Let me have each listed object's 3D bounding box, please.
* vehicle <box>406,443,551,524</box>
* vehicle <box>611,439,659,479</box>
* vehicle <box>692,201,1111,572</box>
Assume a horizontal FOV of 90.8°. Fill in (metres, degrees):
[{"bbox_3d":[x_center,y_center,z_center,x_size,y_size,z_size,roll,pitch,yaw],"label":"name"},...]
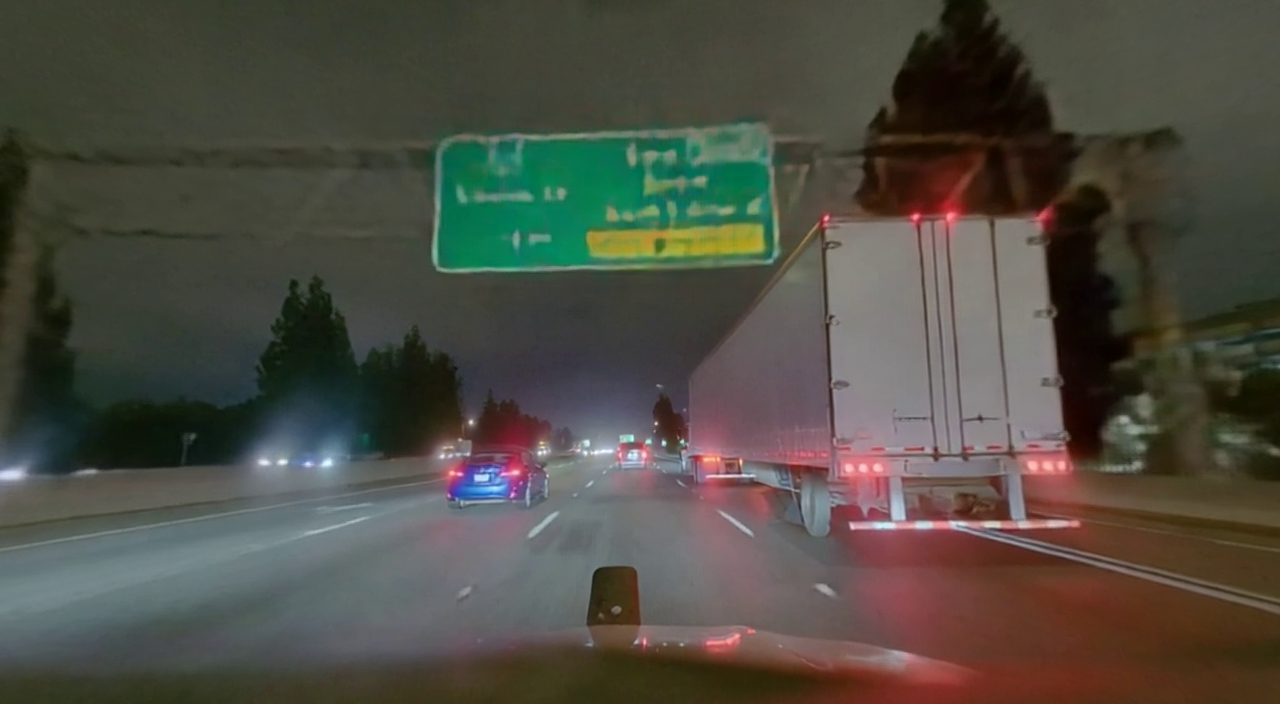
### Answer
[{"bbox_3d":[-3.167,2.686,13.458,1.864,1.406,4.544,0,-9,0],"label":"vehicle"},{"bbox_3d":[-0.249,5.232,31.202,2.203,1.805,4.358,0,-9,0],"label":"vehicle"},{"bbox_3d":[3.410,1.451,14.428,2.876,4.086,15.117,0,-9,-1],"label":"vehicle"}]
